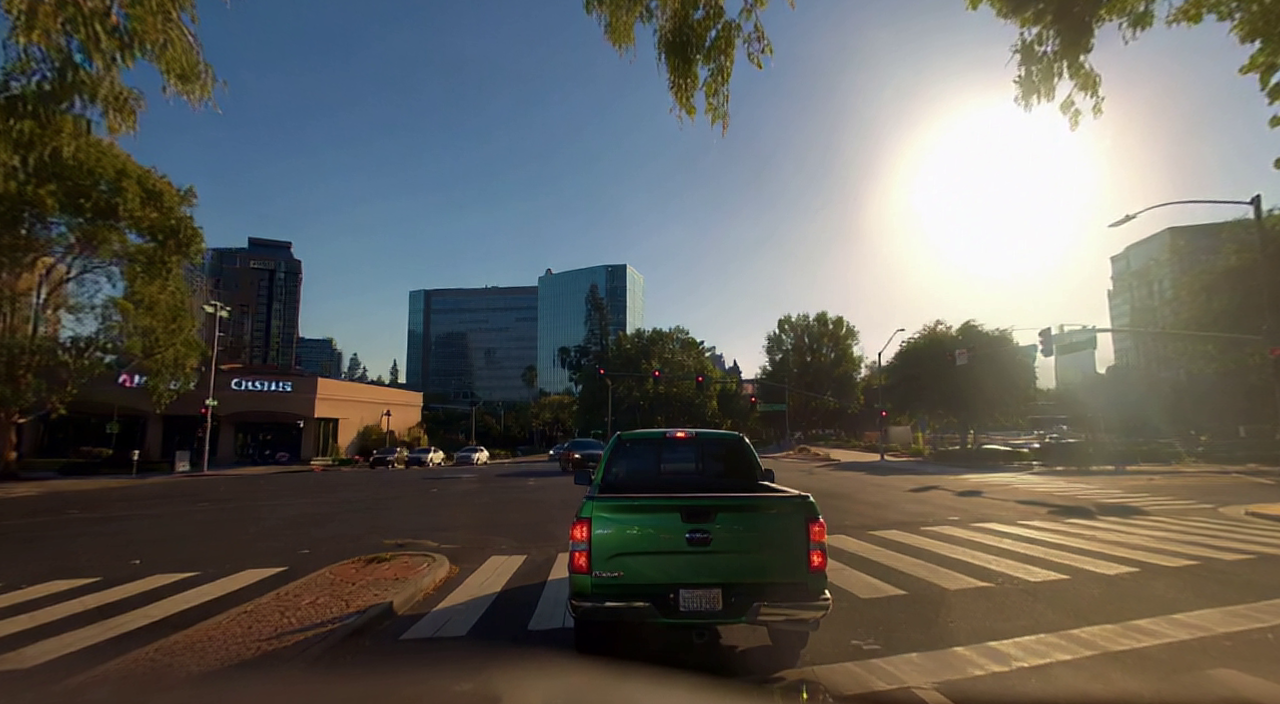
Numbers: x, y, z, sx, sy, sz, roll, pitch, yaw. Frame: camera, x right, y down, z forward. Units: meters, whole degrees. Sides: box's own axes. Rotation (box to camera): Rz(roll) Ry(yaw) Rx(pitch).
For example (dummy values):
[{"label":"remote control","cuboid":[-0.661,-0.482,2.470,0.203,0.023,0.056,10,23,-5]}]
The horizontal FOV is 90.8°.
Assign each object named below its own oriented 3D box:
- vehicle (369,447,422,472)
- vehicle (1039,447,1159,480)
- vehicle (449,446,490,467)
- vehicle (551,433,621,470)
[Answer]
[{"label":"vehicle","cuboid":[-16.257,7.133,42.232,1.883,1.586,4.297,0,-9,-1]},{"label":"vehicle","cuboid":[21.578,5.201,29.721,4.658,1.478,1.946,2,-9,-15]},{"label":"vehicle","cuboid":[-12.634,7.762,47.088,1.946,1.474,4.008,0,-9,0]},{"label":"vehicle","cuboid":[-3.222,5.697,36.429,2.289,1.927,5.667,4,-9,-24]}]
